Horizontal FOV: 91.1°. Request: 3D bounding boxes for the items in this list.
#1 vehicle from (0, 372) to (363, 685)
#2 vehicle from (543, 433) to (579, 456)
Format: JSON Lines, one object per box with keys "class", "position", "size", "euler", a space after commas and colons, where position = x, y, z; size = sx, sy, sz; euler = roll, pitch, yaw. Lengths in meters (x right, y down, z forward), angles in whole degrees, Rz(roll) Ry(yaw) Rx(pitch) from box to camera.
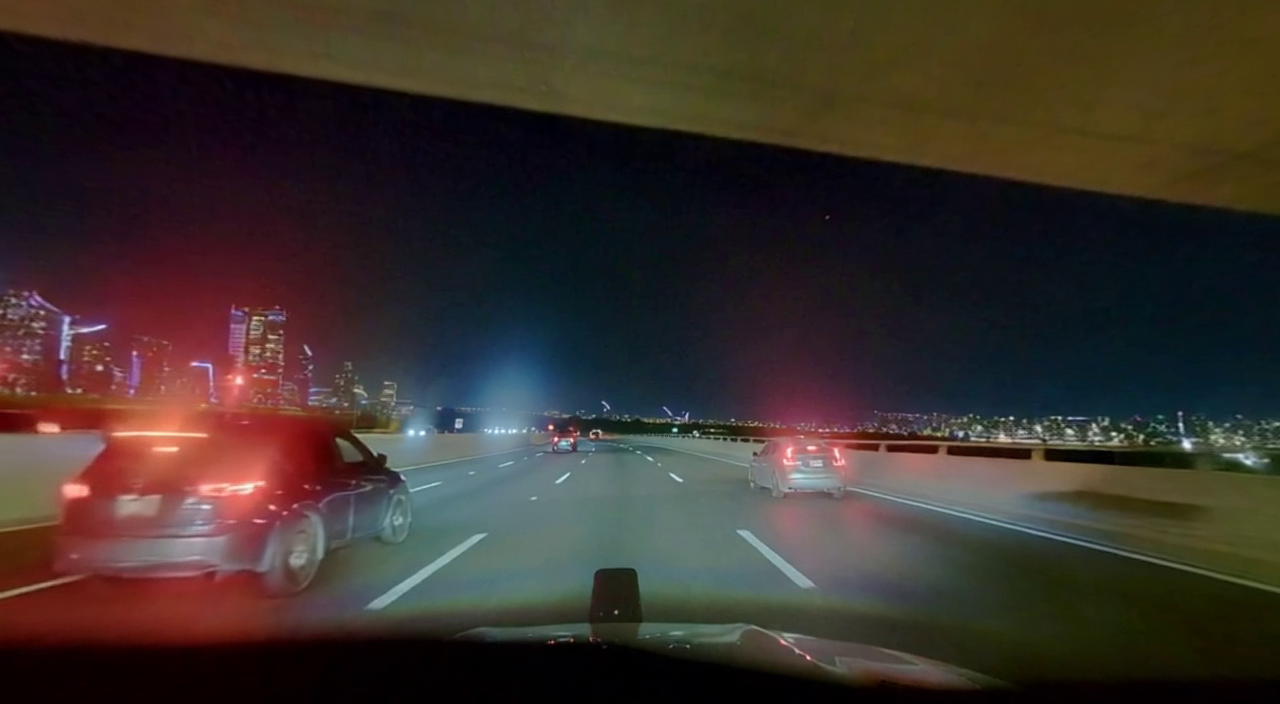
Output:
{"class": "vehicle", "position": [-4.543, 1.222, 5.402], "size": [2.215, 1.648, 4.713], "euler": [0, -8, -1]}
{"class": "vehicle", "position": [-5.729, 6.764, 46.122], "size": [2.123, 1.601, 4.887], "euler": [0, -8, -2]}
